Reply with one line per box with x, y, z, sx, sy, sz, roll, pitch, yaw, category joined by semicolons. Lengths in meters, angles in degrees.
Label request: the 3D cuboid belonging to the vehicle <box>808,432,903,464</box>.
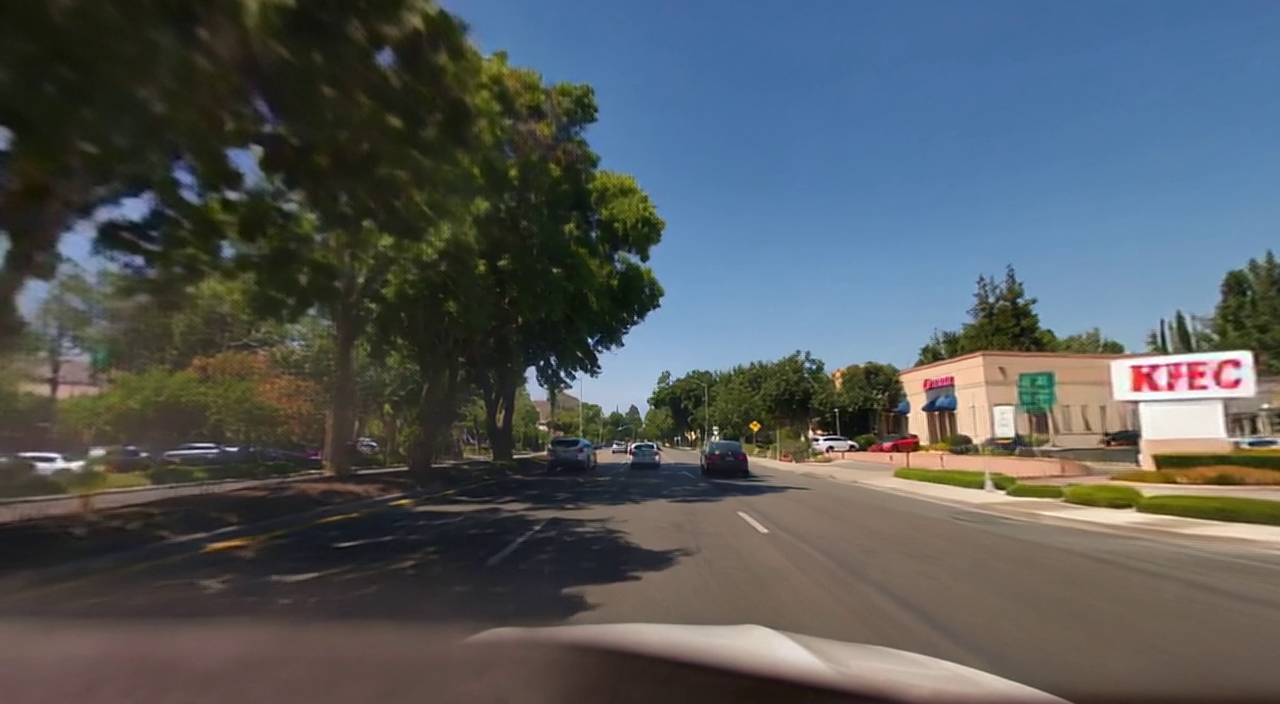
13.503;6.082;39.796;5.144;1.834;2.188;-2;-9;2;vehicle

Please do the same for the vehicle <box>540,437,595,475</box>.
-3.255;4.765;29.106;1.995;1.607;4.086;0;-8;1;vehicle

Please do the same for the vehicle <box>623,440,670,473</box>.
0.283;4.998;30.377;2.059;1.477;4.216;0;-8;0;vehicle

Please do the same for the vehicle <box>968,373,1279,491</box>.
14.680;2.383;18.382;8.343;3.028;3.002;-1;-10;3;vehicle

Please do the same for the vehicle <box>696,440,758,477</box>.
3.730;4.664;27.824;2.012;1.462;4.400;0;-8;-1;vehicle
